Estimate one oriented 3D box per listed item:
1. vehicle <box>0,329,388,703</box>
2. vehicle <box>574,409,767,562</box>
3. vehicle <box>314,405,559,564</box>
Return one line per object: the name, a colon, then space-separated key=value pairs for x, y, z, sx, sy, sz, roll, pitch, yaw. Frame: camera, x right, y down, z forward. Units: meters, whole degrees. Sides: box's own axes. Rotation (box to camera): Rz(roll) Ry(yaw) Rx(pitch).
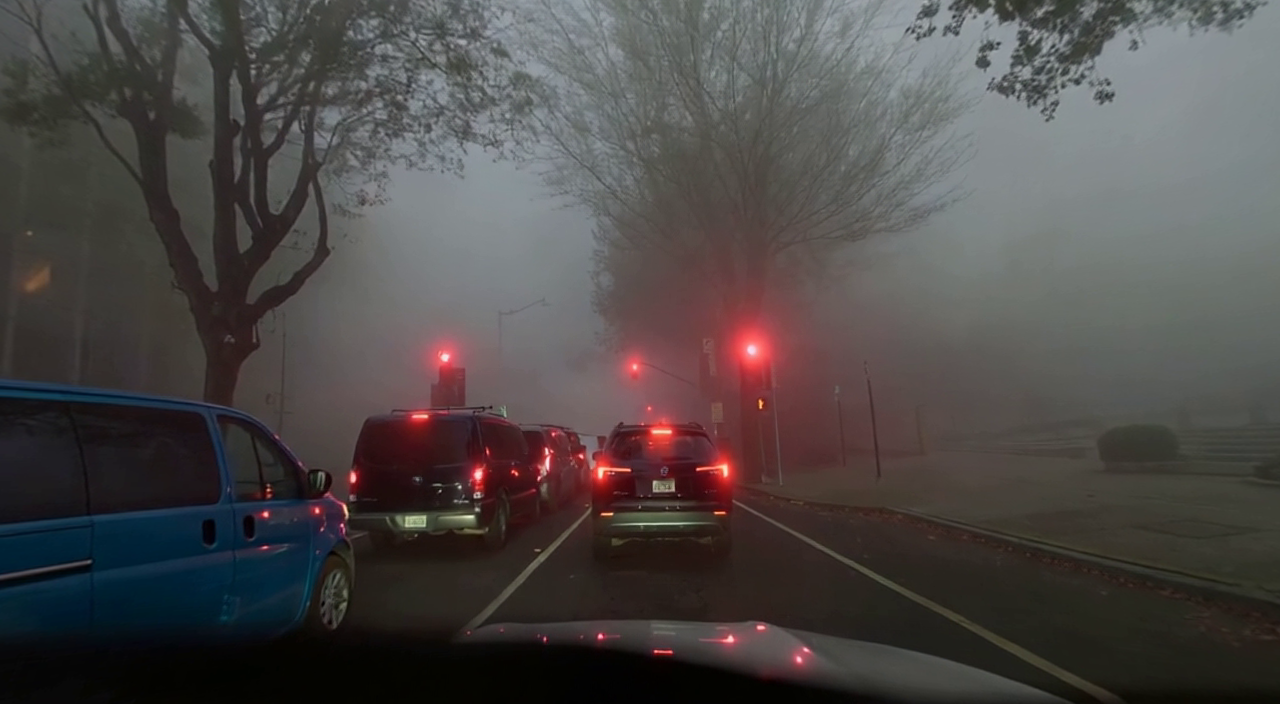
vehicle: x=-3.170 y=0.991 z=3.485 sx=1.940 sy=1.722 sz=3.823 roll=0 pitch=-8 yaw=0
vehicle: x=0.362 y=1.824 z=9.252 sx=2.205 sy=1.727 sz=3.917 roll=0 pitch=-8 yaw=0
vehicle: x=-2.643 y=1.864 z=9.596 sx=2.124 sy=1.799 sz=4.587 roll=0 pitch=-8 yaw=1
